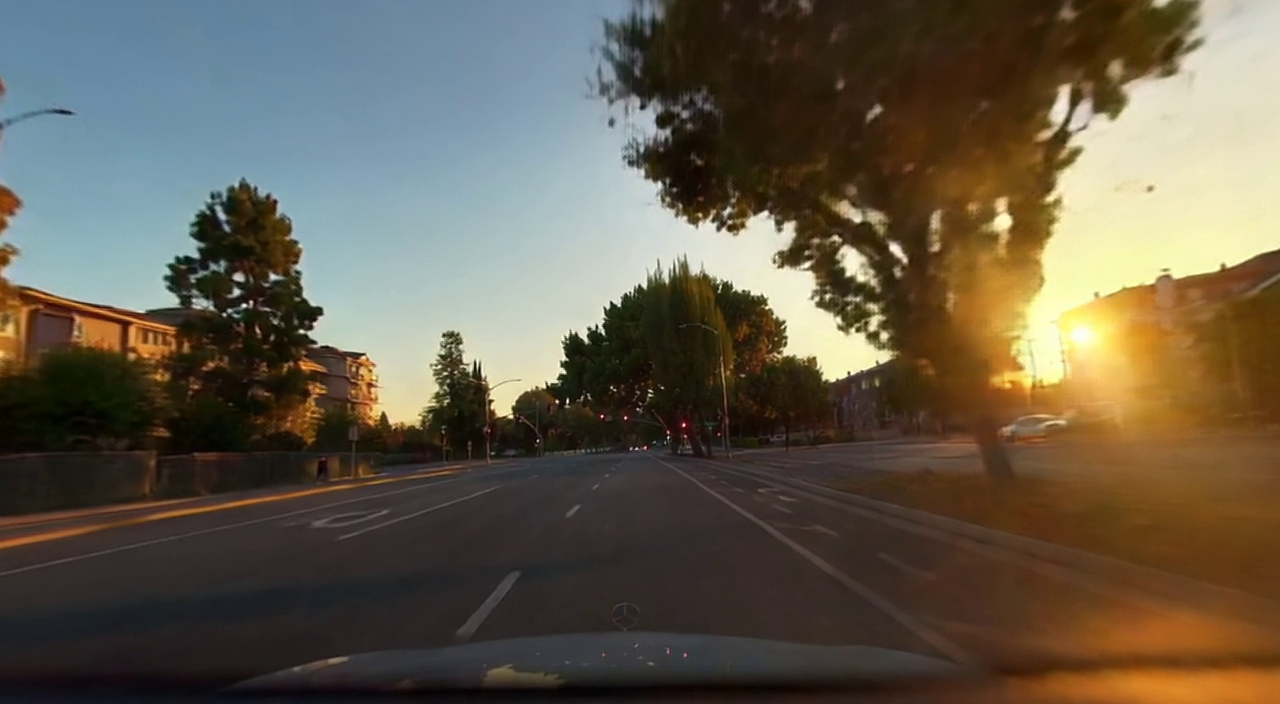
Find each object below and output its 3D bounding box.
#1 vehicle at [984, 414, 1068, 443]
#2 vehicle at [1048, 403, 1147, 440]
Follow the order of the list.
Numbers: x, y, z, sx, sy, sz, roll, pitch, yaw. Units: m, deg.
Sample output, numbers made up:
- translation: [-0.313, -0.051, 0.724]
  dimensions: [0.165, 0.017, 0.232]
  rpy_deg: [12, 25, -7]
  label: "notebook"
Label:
- translation: [22.805, 4.574, 37.502]
  dimensions: [1.911, 1.598, 4.322]
  rpy_deg: [1, -9, -6]
  label: "vehicle"
- translation: [26.705, 4.150, 37.111]
  dimensions: [2.081, 1.949, 4.635]
  rpy_deg: [3, -8, -5]
  label: "vehicle"
